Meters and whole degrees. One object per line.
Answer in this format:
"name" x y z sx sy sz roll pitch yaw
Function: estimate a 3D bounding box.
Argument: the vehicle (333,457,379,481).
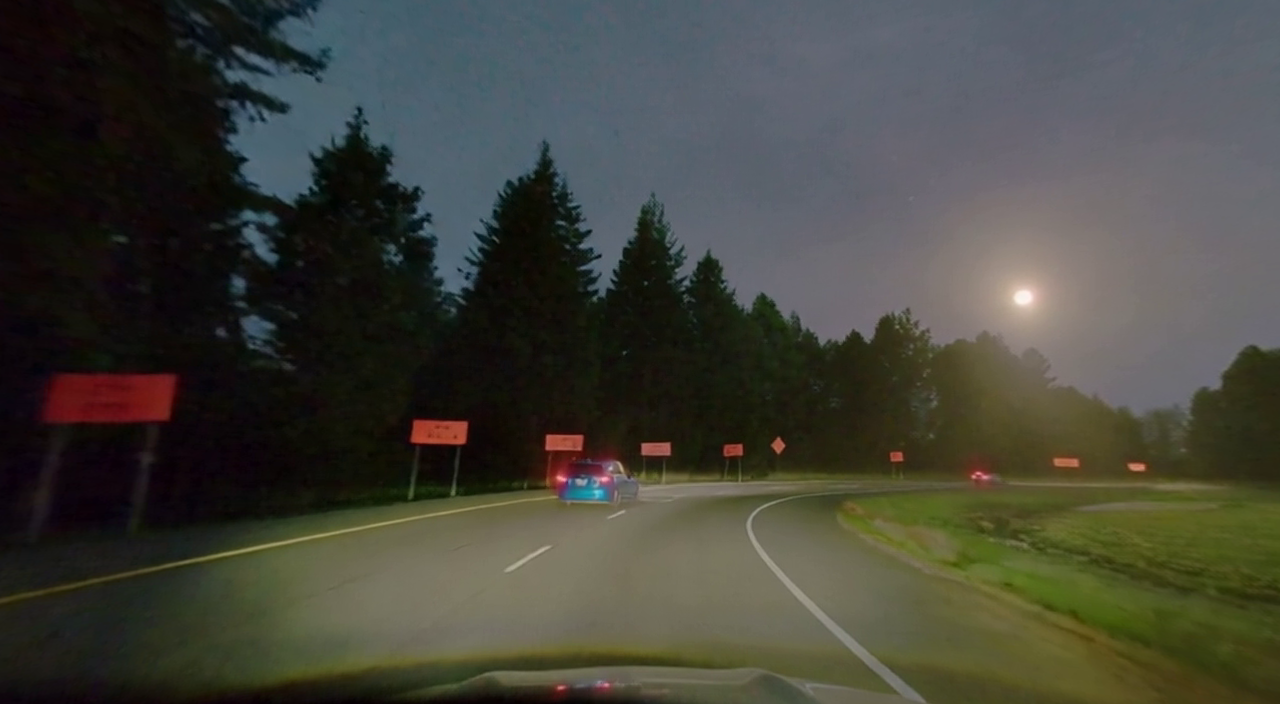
"vehicle" -18.774 7.763 41.804 1.758 1.470 3.823 2 -10 -8

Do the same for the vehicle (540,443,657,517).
"vehicle" -0.938 3.415 17.128 1.997 1.692 4.422 -1 -10 12
